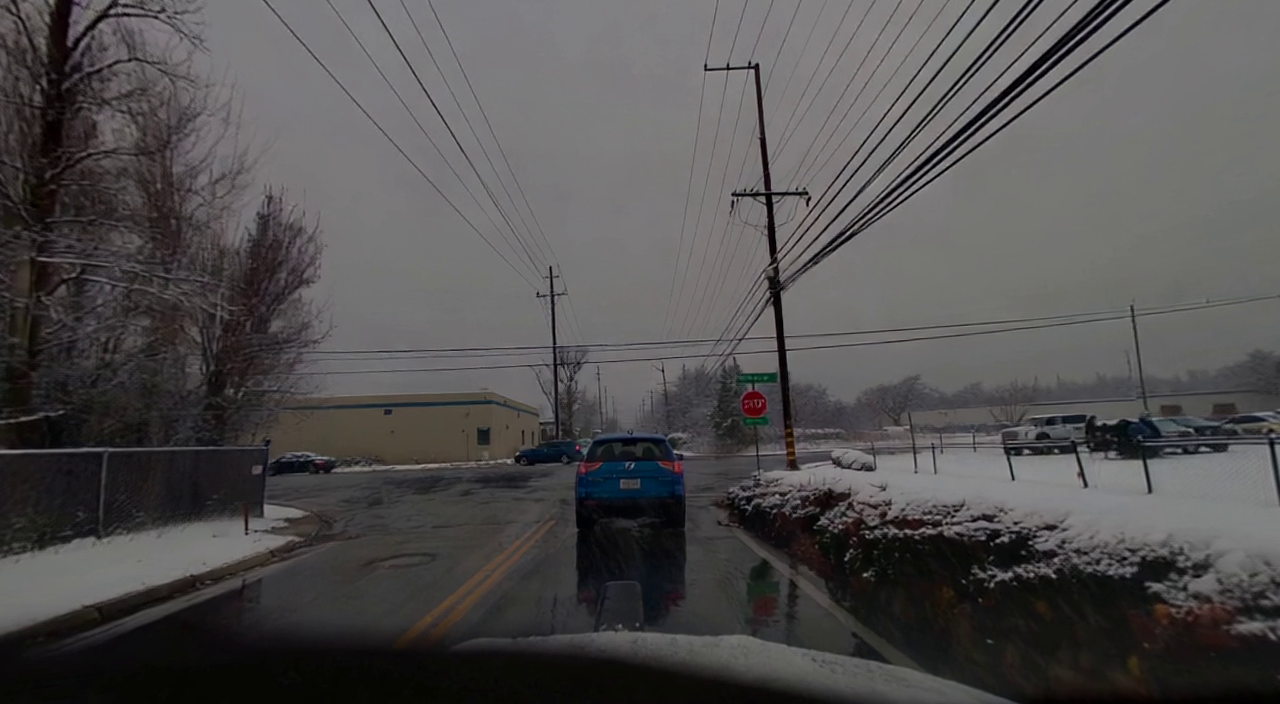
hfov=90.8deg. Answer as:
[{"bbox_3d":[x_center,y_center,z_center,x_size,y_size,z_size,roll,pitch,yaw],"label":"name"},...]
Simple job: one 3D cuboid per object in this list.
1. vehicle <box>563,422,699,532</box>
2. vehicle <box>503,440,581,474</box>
[{"bbox_3d":[-0.184,2.277,12.088,2.137,1.698,4.166,0,-8,-1],"label":"vehicle"},{"bbox_3d":[-5.531,5.825,35.261,4.415,1.753,2.029,-8,-12,44],"label":"vehicle"}]
